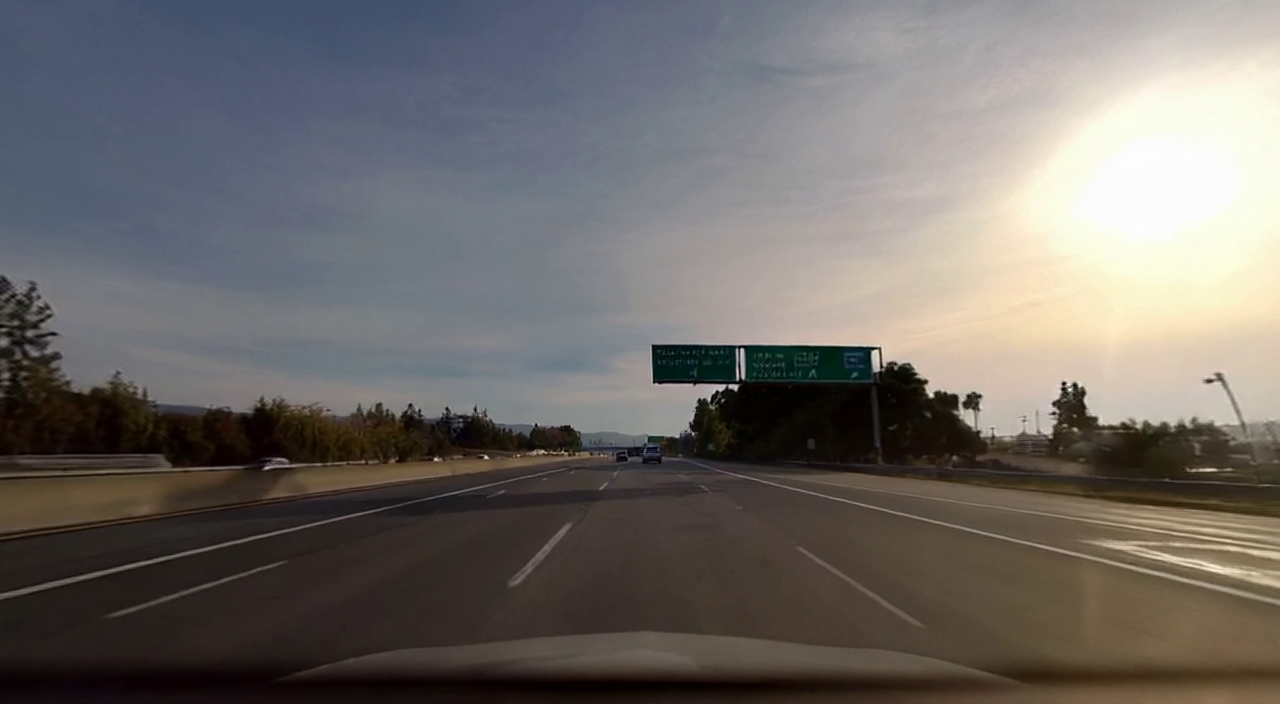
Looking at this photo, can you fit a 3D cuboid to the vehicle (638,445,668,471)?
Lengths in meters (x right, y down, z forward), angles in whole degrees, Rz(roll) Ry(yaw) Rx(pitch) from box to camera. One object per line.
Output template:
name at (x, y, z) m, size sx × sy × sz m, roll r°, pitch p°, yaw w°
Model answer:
vehicle at (0.952, 8.309, 49.379) m, size 2.219 × 1.927 × 4.409 m, roll 0°, pitch -9°, yaw 0°
